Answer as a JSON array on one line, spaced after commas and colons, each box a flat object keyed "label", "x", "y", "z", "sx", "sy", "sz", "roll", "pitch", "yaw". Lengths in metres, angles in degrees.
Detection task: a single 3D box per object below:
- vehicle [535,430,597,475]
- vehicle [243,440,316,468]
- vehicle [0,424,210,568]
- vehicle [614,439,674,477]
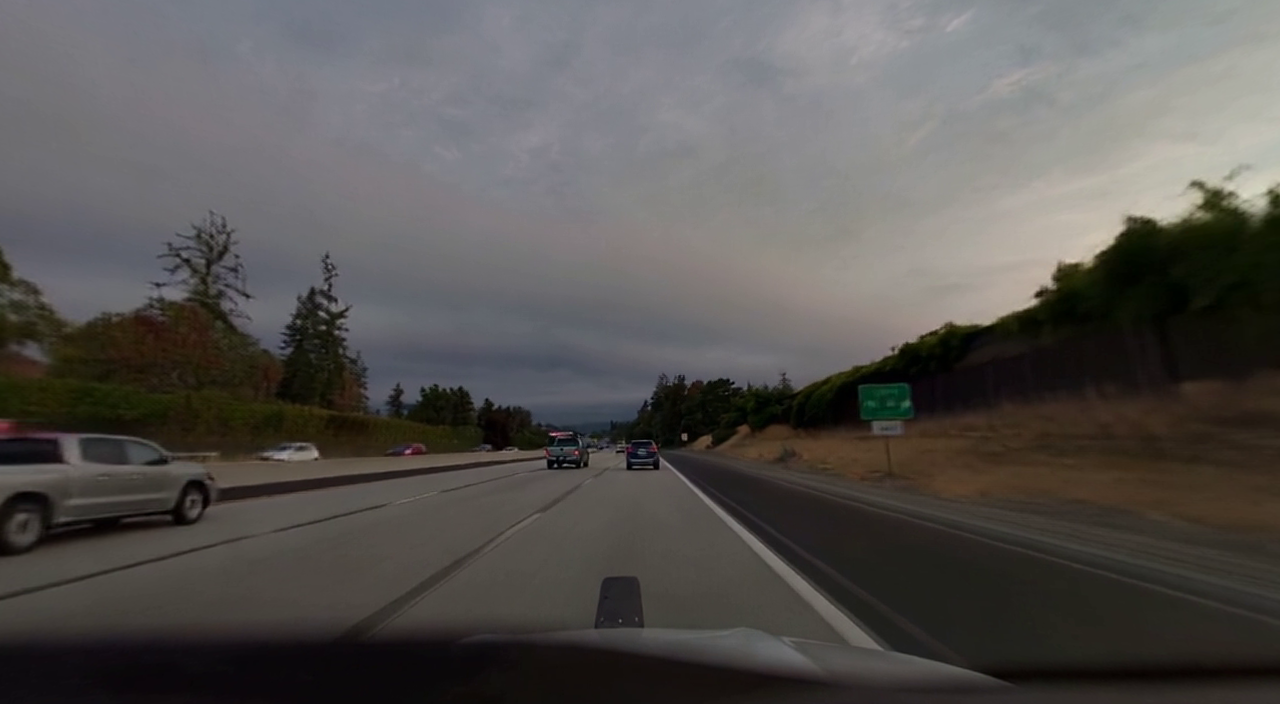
[{"label": "vehicle", "x": -3.419, "y": 4.814, "z": 30.240, "sx": 2.250, "sy": 1.947, "sz": 4.860, "roll": 0, "pitch": -9, "yaw": 2}, {"label": "vehicle", "x": -24.919, "y": 7.053, "z": 43.759, "sx": 2.028, "sy": 1.820, "sz": 4.970, "roll": 0, "pitch": -9, "yaw": 1}, {"label": "vehicle", "x": -7.906, "y": 1.678, "z": 7.709, "sx": 2.149, "sy": 1.526, "sz": 4.361, "roll": 0, "pitch": -9, "yaw": 1}, {"label": "vehicle", "x": 0.233, "y": 5.162, "z": 30.963, "sx": 2.715, "sy": 1.669, "sz": 5.163, "roll": 0, "pitch": -9, "yaw": 1}]
